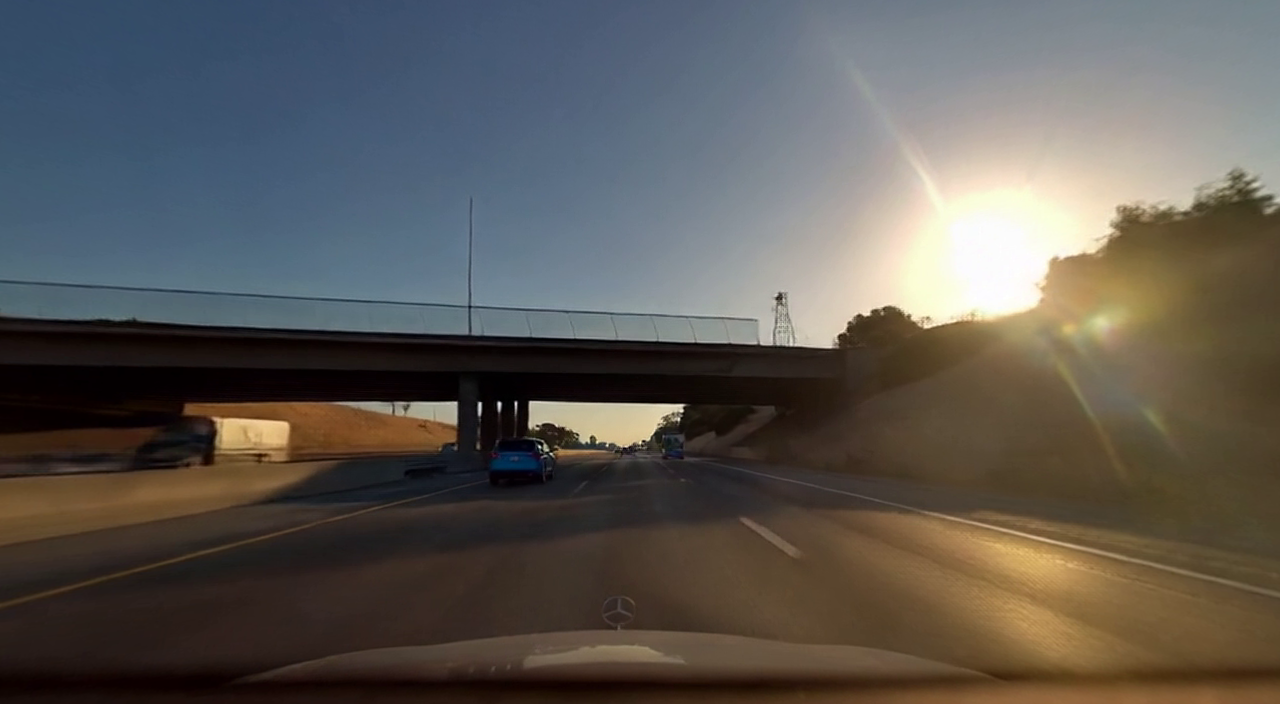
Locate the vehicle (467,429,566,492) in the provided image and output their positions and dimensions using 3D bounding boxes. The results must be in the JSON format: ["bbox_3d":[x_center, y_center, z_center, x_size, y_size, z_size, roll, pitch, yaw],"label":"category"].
[{"bbox_3d":[-3.875,3.519,20.854,2.205,1.773,5.124,0,-9,0],"label":"vehicle"}]

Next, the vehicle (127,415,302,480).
[{"bbox_3d":[-23.303,5.360,35.616,3.133,3.158,9.667,0,-9,0],"label":"vehicle"}]
